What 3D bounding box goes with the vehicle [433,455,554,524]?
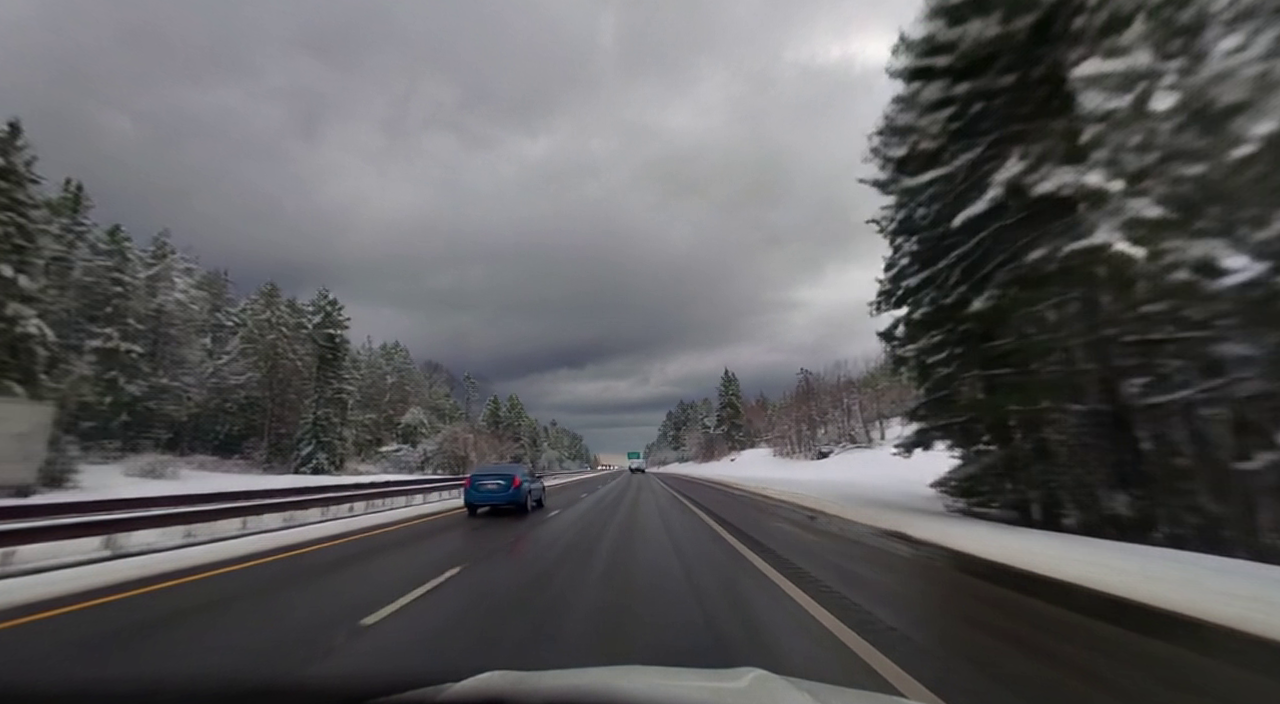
[{"bbox_3d":[-3.697,3.608,16.879,2.006,1.516,4.820,1,-11,1],"label":"vehicle"}]
